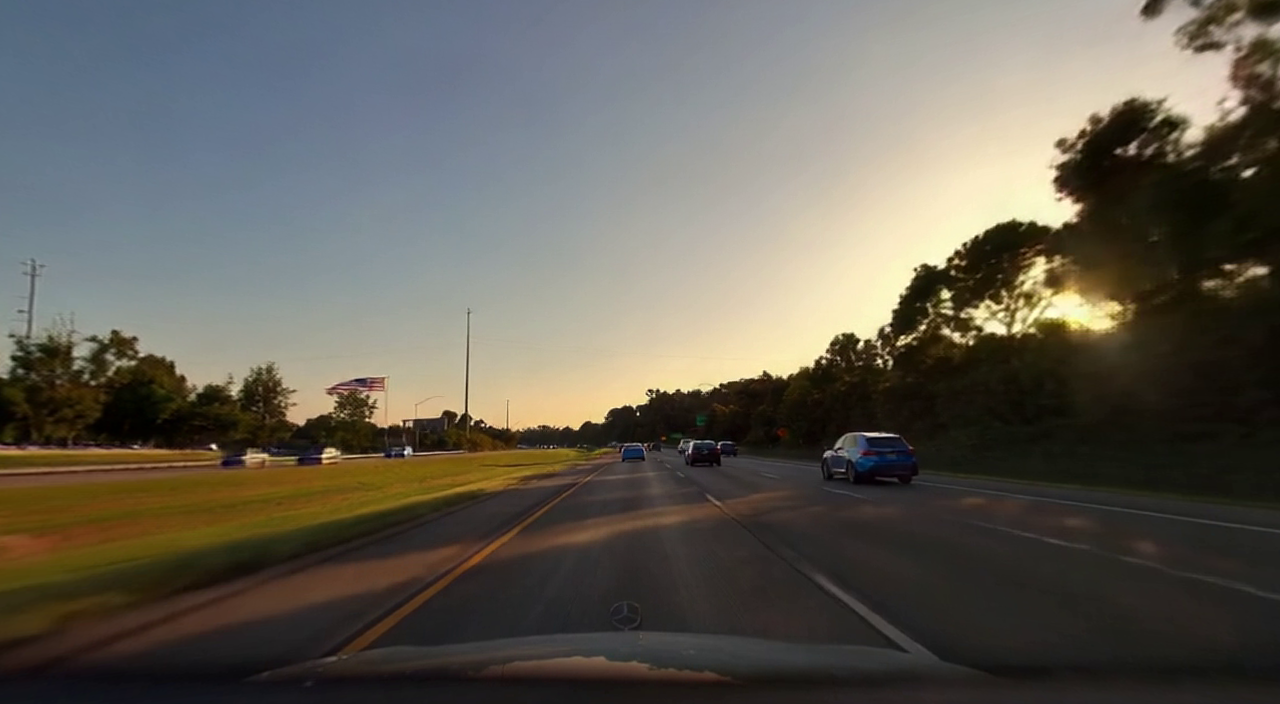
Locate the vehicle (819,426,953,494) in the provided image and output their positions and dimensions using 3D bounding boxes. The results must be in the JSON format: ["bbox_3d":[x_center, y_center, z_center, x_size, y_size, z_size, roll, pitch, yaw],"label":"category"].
[{"bbox_3d":[7.283,3.245,19.363,2.114,1.800,4.779,0,-8,-1],"label":"vehicle"}]

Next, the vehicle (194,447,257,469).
[{"bbox_3d":[-32.394,8.302,49.520,1.853,1.601,4.465,0,-8,0],"label":"vehicle"}]

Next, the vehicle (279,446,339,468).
[{"bbox_3d":[-24.898,7.900,47.701,1.966,1.487,4.820,0,-8,0],"label":"vehicle"}]

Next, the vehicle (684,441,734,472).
[{"bbox_3d":[3.498,5.371,32.766,1.978,1.488,4.252,0,-8,-1],"label":"vehicle"}]

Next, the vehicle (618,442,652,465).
[{"bbox_3d":[-0.297,6.576,41.069,2.085,1.449,3.860,0,-8,0],"label":"vehicle"}]
